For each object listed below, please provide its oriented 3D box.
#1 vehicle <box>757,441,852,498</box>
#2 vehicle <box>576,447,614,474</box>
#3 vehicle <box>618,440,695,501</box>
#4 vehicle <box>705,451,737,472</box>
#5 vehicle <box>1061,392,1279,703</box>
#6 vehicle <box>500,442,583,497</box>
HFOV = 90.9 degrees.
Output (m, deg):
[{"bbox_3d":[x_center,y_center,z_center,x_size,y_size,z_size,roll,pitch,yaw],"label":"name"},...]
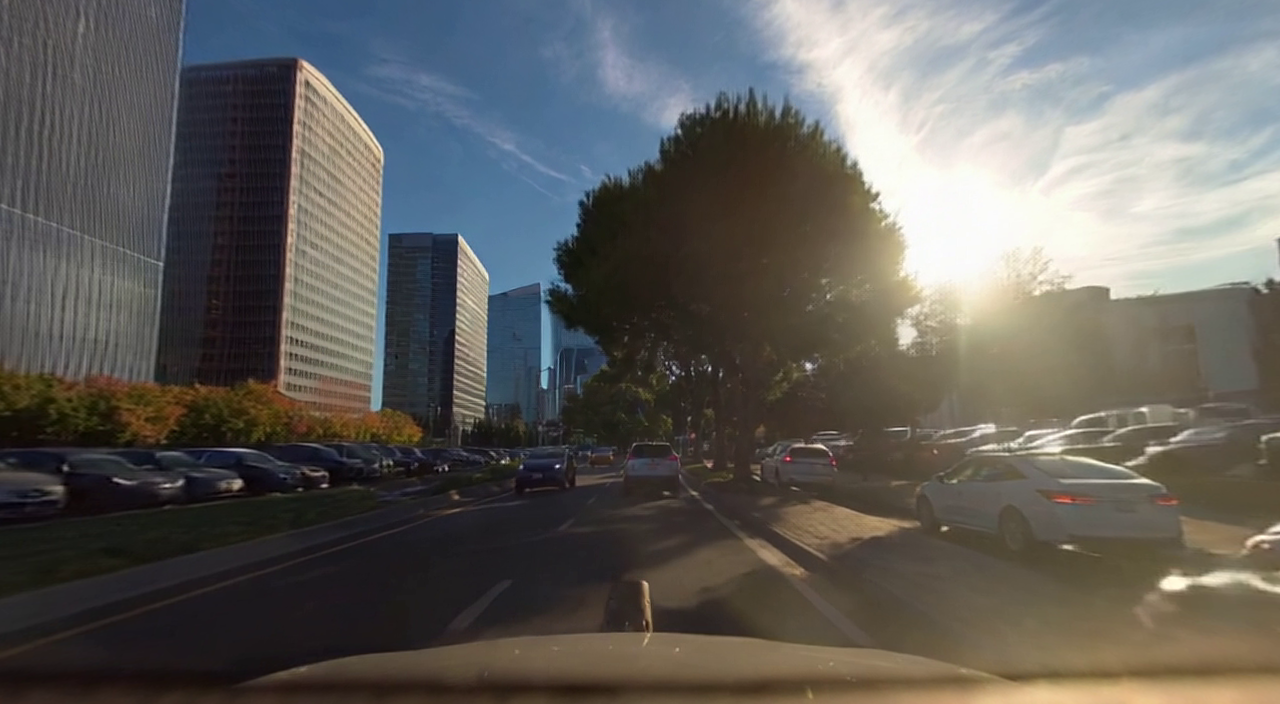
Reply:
[{"bbox_3d":[5.685,4.103,22.458,2.059,1.813,4.637,0,-9,-1],"label":"vehicle"},{"bbox_3d":[-2.953,7.212,42.148,2.124,1.731,4.227,0,-9,1],"label":"vehicle"},{"bbox_3d":[0.476,3.554,19.309,2.105,1.653,3.887,0,-9,1],"label":"vehicle"},{"bbox_3d":[6.176,8.389,48.454,1.885,1.467,4.546,0,-9,0],"label":"vehicle"},{"bbox_3d":[2.822,0.710,0.622,1.991,1.536,4.116,0,-9,1],"label":"vehicle"},{"bbox_3d":[-3.325,4.086,22.348,2.167,1.717,4.448,0,-9,1],"label":"vehicle"}]
